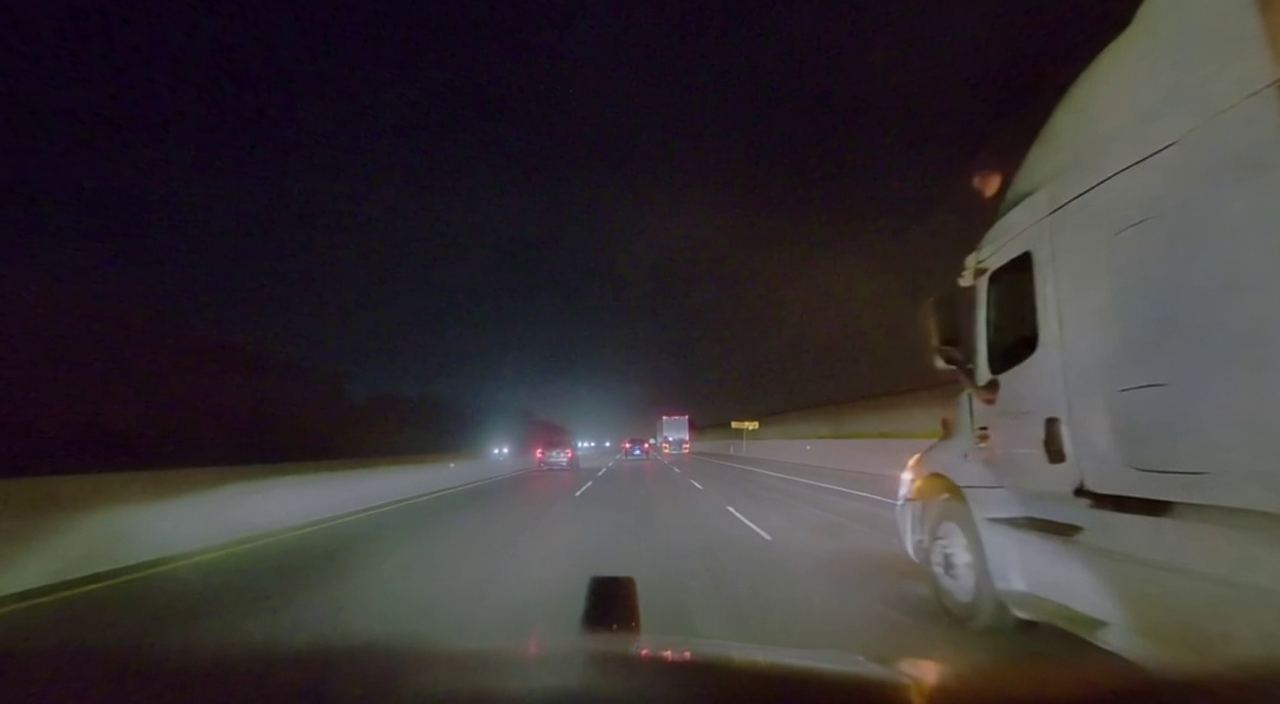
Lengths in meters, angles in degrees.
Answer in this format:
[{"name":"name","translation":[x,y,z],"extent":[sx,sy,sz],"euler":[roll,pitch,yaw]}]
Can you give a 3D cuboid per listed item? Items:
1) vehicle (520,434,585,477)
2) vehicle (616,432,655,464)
[{"name":"vehicle","translation":[-3.809,4.636,28.385],"extent":[2.326,1.761,4.450],"euler":[0,-8,0]},{"name":"vehicle","translation":[-0.324,6.388,42.148],"extent":[2.456,2.007,4.728],"euler":[0,-8,-2]}]
